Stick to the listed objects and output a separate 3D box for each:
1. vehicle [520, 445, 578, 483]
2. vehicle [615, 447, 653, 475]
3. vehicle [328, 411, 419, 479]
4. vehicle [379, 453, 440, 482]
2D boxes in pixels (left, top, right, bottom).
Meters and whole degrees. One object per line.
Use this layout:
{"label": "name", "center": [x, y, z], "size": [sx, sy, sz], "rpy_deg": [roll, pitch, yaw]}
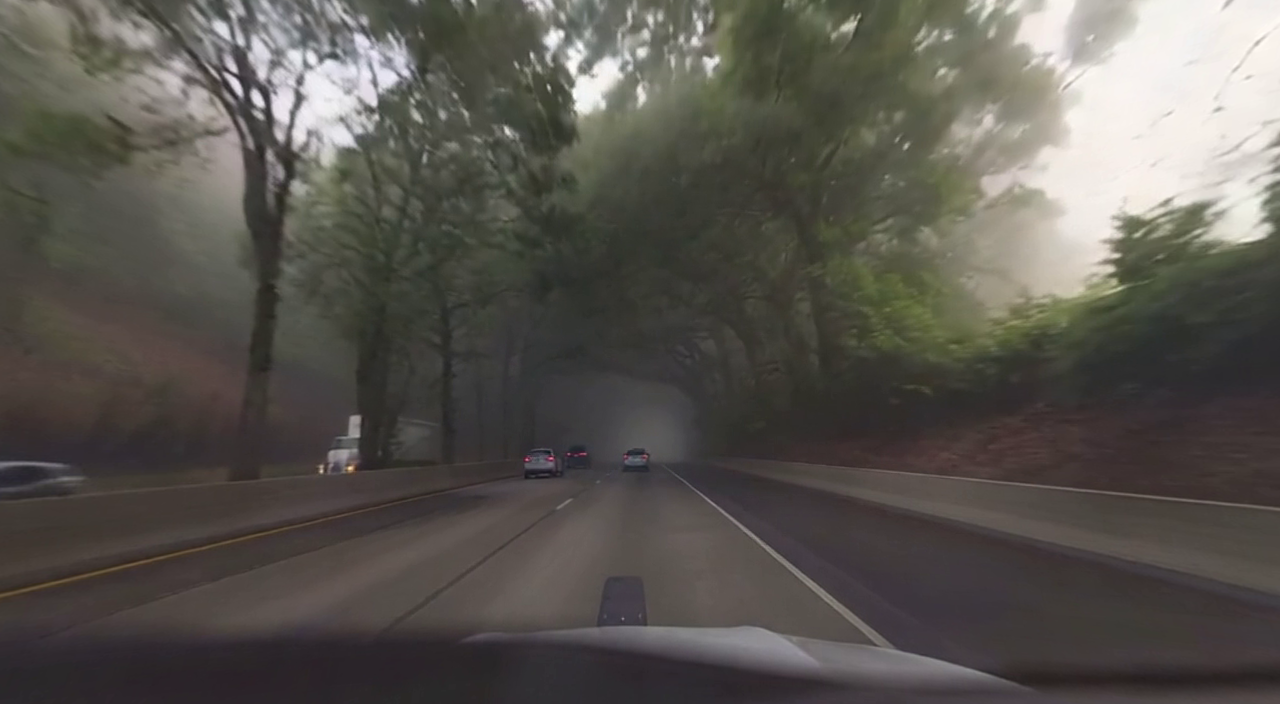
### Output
{"label": "vehicle", "center": [-3.966, 4.951, 28.079], "size": [1.978, 1.538, 3.755], "rpy_deg": [0, -9, 1]}
{"label": "vehicle", "center": [-0.313, 6.173, 35.752], "size": [2.001, 1.490, 3.914], "rpy_deg": [0, -9, 0]}
{"label": "vehicle", "center": [-16.416, 5.805, 39.339], "size": [2.991, 3.892, 5.867], "rpy_deg": [0, -9, 0]}
{"label": "vehicle", "center": [-12.590, 6.326, 34.735], "size": [1.804, 1.437, 4.081], "rpy_deg": [0, -9, 0]}
